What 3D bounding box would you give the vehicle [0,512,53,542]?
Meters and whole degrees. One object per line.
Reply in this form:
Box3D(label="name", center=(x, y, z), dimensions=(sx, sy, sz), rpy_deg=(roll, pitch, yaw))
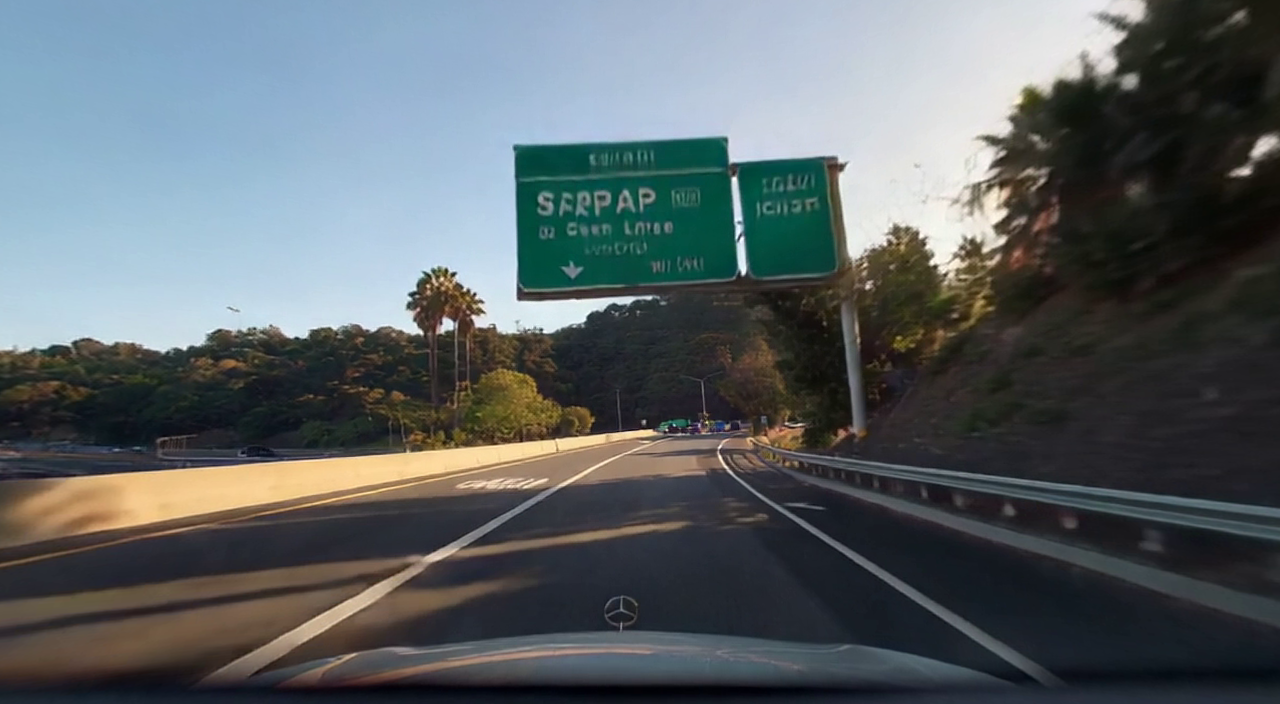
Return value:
Box3D(label="vehicle", center=(-42.150, 11.700, 42.289), dimensions=(1.772, 1.502, 4.002), rpy_deg=(-1, -8, 1))
